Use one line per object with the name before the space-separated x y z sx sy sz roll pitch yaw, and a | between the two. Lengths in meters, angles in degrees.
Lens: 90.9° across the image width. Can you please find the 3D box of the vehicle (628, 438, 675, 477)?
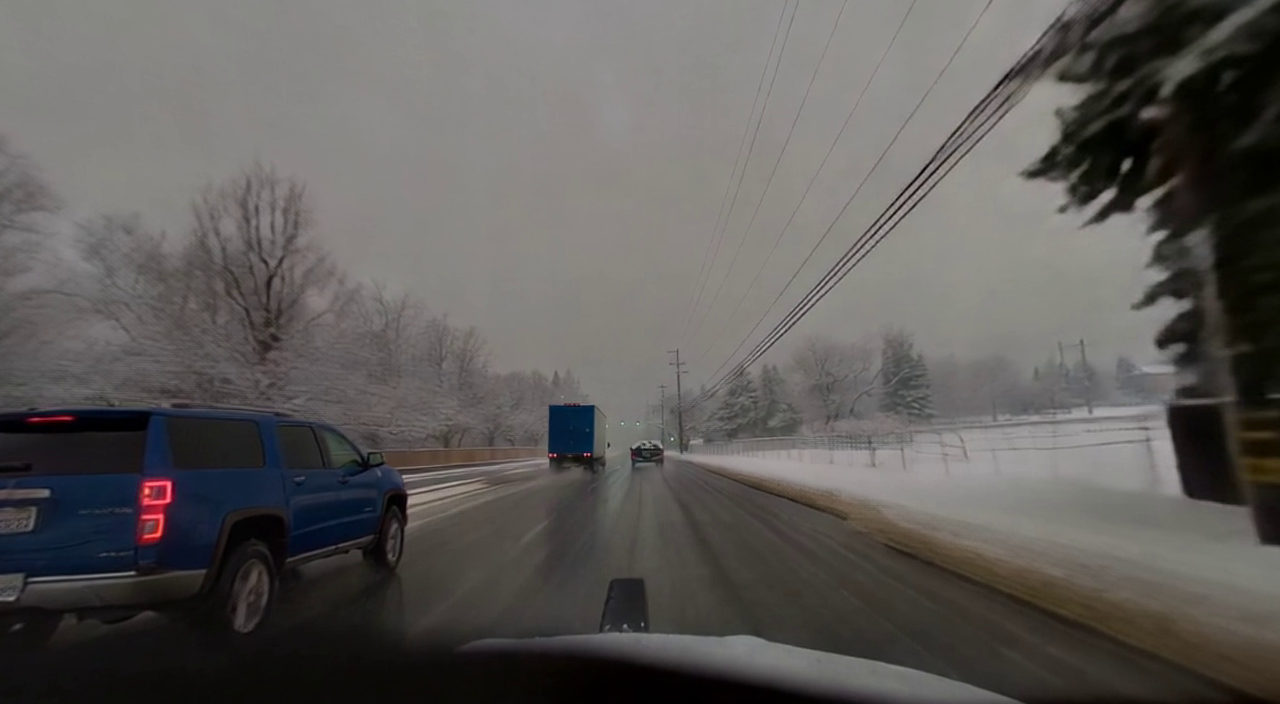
vehicle | 0.548 5.156 30.971 2.174 1.749 4.113 0 -9 1

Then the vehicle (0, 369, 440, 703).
vehicle | -3.632 1.341 5.663 2.093 1.832 4.508 0 -9 1

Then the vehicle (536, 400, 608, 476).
vehicle | -3.526 4.869 35.203 2.928 3.658 8.980 0 -9 0
